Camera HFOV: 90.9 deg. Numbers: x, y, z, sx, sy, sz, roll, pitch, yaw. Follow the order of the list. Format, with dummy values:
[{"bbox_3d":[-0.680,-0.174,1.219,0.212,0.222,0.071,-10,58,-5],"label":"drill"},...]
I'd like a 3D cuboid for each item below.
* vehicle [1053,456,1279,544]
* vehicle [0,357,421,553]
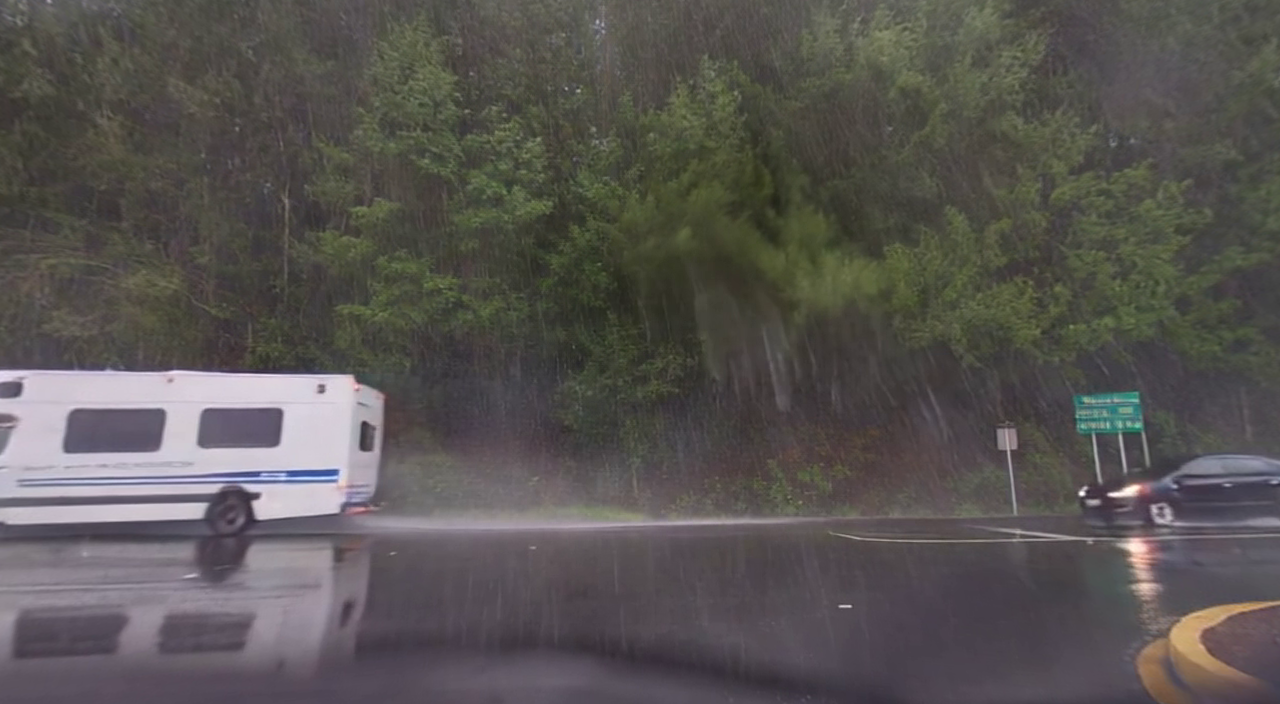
[{"bbox_3d":[10.749,2.791,12.200,4.092,1.486,1.973,0,-9,-2],"label":"vehicle"},{"bbox_3d":[-8.743,1.886,11.834,8.152,3.185,2.776,0,-9,-3],"label":"vehicle"}]
